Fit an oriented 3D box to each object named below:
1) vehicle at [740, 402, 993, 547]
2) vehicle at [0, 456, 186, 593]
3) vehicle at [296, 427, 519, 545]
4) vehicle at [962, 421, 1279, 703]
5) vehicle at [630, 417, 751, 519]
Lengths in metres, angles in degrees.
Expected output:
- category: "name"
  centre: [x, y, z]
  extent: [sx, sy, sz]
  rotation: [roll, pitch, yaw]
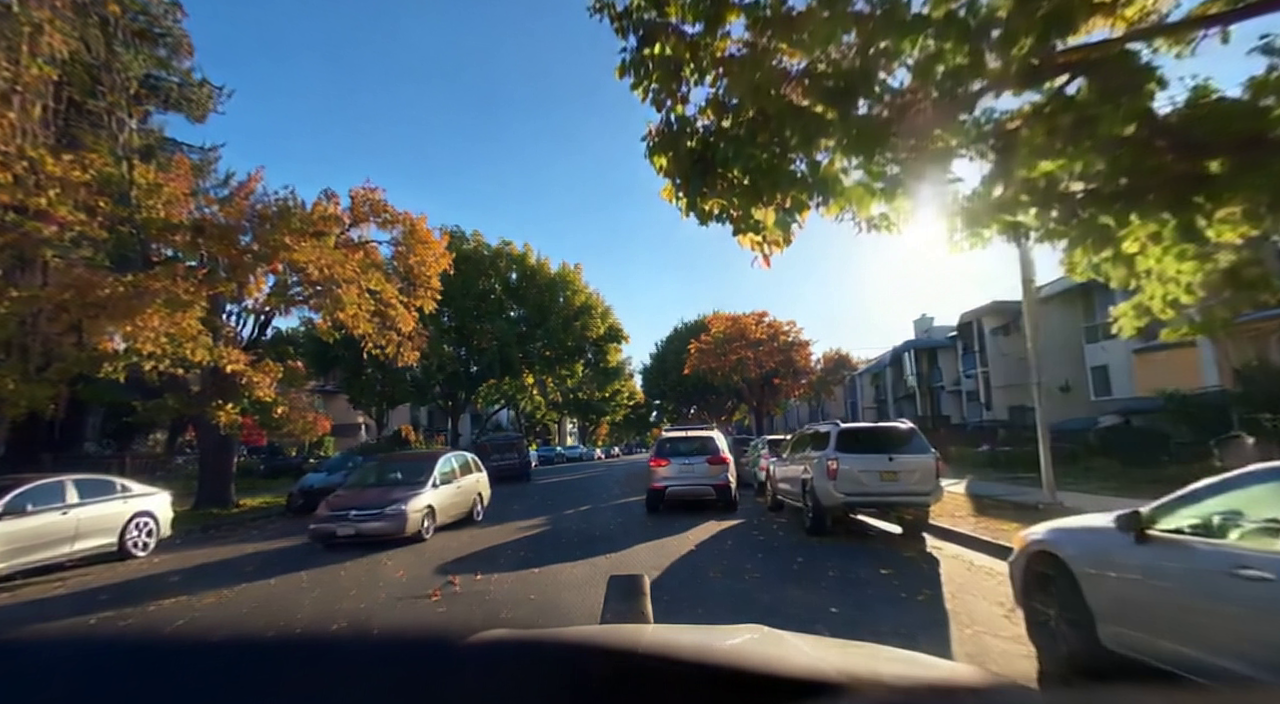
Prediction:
- category: "vehicle"
  centre: [3.262, 1.917, 10.557]
  extent: [2.082, 1.799, 5.207]
  rotation: [0, -8, -3]
- category: "vehicle"
  centre: [-7.984, 2.122, 7.723]
  extent: [1.859, 1.432, 4.315]
  rotation: [-5, -8, -3]
- category: "vehicle"
  centre: [-3.816, 2.255, 11.256]
  extent: [2.018, 1.691, 3.995]
  rotation: [-2, -9, 8]
- category: "vehicle"
  centre: [3.450, 0.991, 2.588]
  extent: [1.881, 1.403, 4.214]
  rotation: [0, -8, -2]
- category: "vehicle"
  centre: [0.862, 2.371, 13.441]
  extent: [2.055, 1.717, 5.172]
  rotation: [0, -8, 0]
